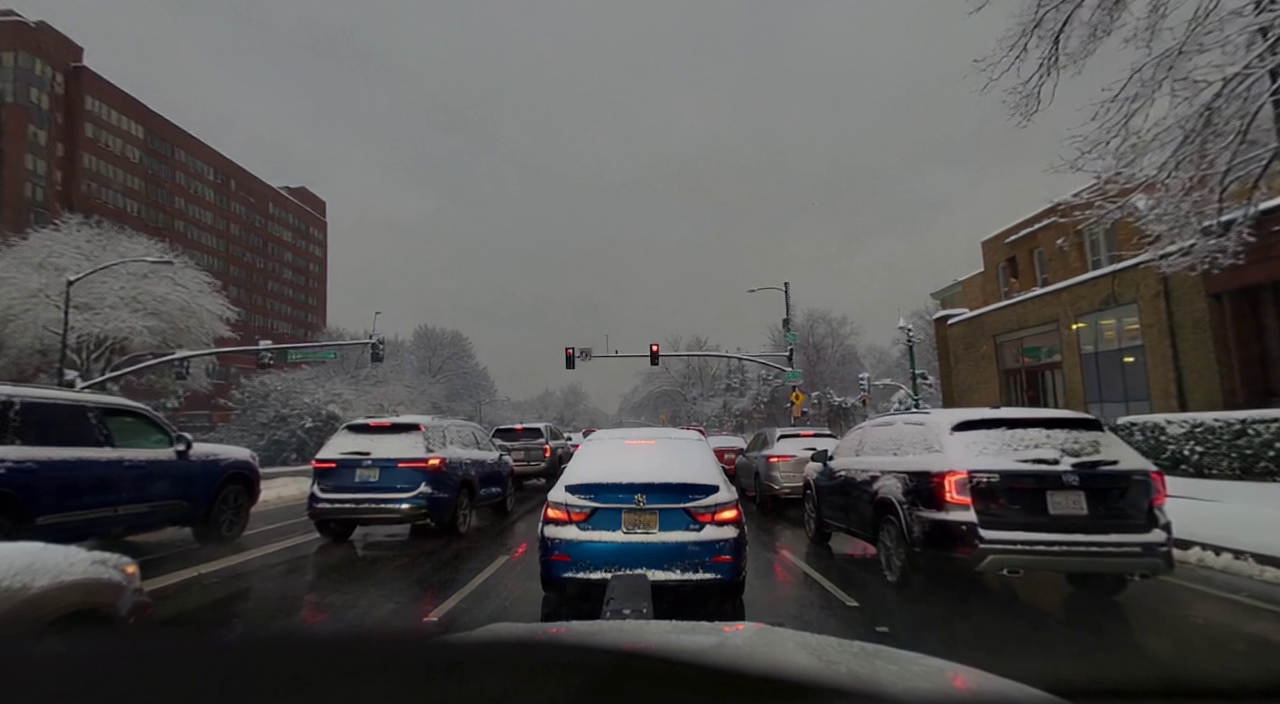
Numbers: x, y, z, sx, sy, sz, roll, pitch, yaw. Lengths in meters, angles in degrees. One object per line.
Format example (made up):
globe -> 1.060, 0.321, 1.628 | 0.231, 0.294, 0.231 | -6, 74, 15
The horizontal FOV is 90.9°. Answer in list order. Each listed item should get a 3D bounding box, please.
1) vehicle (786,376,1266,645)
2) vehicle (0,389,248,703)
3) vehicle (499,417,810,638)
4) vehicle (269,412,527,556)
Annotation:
vehicle -> 3.108, 1.382, 6.479 | 2.108, 1.785, 4.334 | 0, -8, -1
vehicle -> -3.386, 0.750, 1.258 | 2.144, 1.505, 4.635 | -1, -9, 1
vehicle -> 0.094, 1.513, 6.415 | 2.147, 1.507, 3.953 | 0, -8, 0
vehicle -> -3.353, 1.946, 9.992 | 2.168, 1.719, 4.561 | -1, -9, 1
